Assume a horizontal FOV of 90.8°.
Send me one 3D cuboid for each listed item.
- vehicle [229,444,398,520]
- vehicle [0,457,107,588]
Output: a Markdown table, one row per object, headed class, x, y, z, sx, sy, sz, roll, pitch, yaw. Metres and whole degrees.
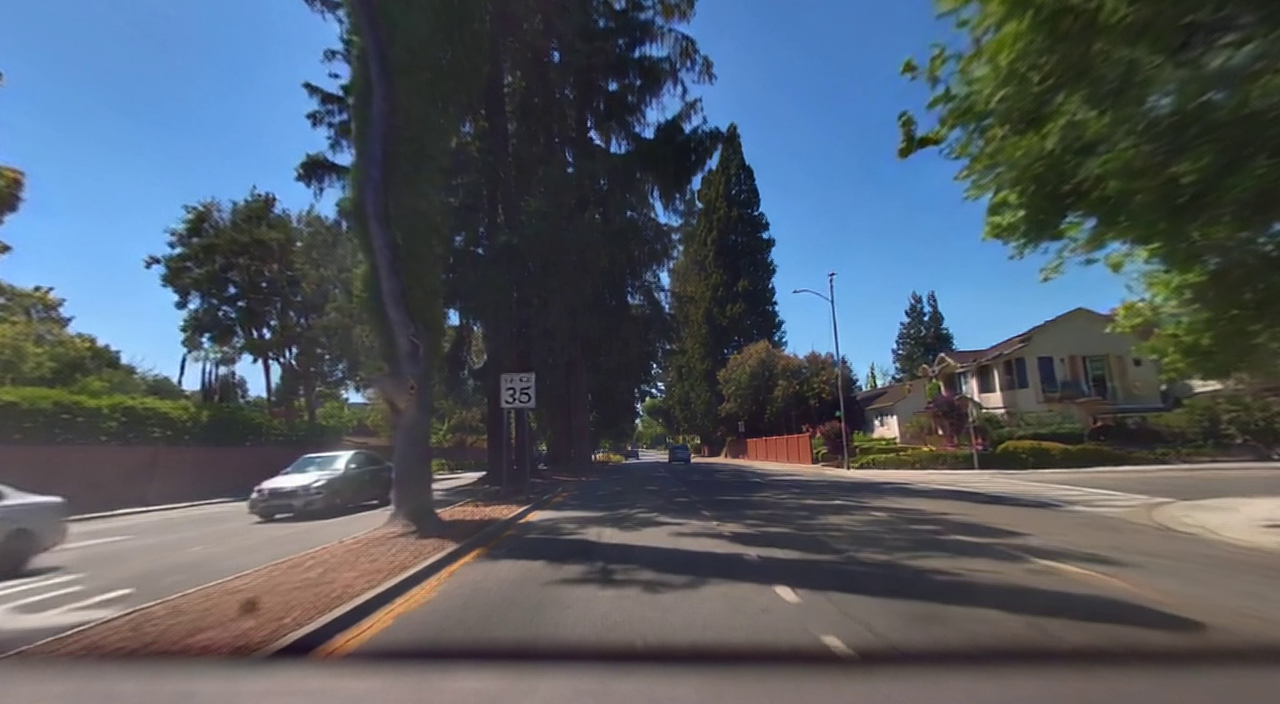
| class | x | y | z | sx | sy | sz | roll | pitch | yaw |
| --- | --- | --- | --- | --- | --- | --- | --- | --- | --- |
| vehicle | -8.472 | 3.369 | 17.010 | 2.054 | 1.746 | 4.507 | 0 | -9 | 1 |
| vehicle | -8.403 | 1.867 | 6.484 | 1.939 | 1.469 | 4.465 | 0 | -9 | 0 |
